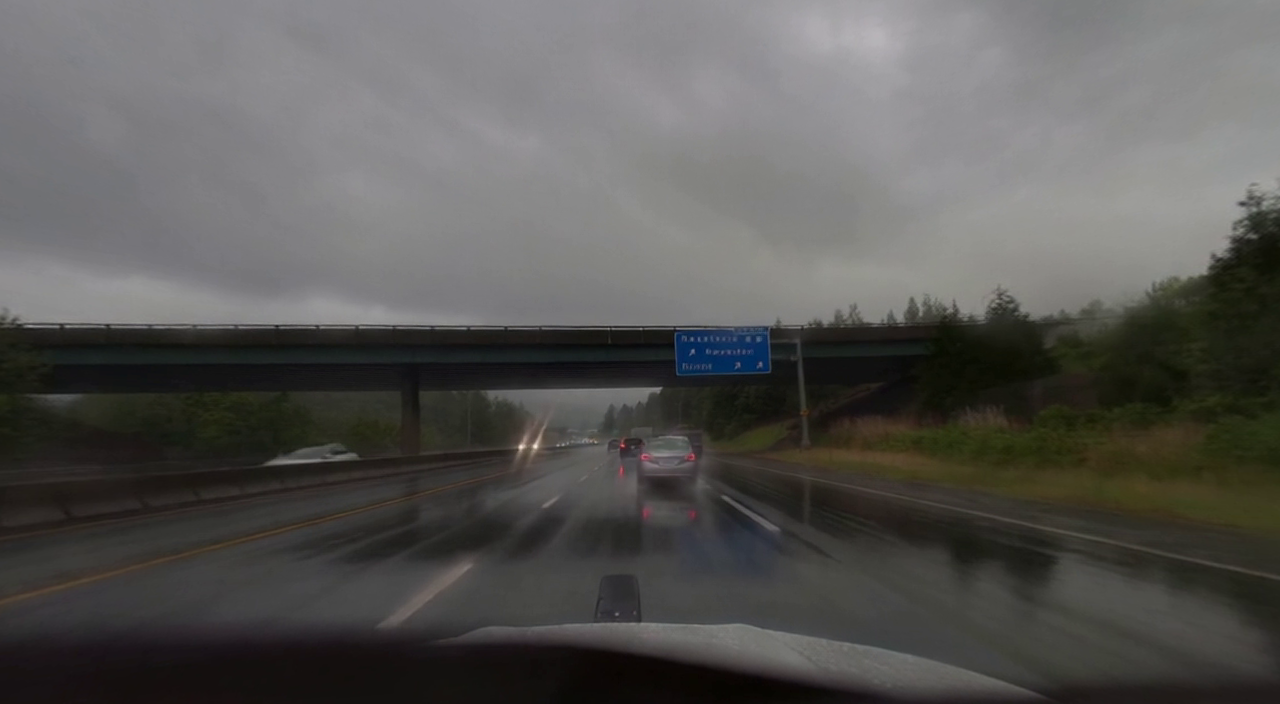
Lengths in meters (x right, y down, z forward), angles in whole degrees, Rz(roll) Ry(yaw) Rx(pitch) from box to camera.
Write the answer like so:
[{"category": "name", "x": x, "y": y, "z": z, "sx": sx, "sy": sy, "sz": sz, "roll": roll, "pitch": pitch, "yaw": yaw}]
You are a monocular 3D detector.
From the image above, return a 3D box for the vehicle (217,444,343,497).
[{"category": "vehicle", "x": -11.843, "y": 3.885, "z": 21.038, "sx": 1.943, "sy": 1.495, "sz": 3.933, "roll": -2, "pitch": -8, "yaw": -1}]

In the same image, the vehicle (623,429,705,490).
[{"category": "vehicle", "x": 0.600, "y": 3.200, "z": 19.124, "sx": 2.092, "sy": 1.636, "sz": 4.024, "roll": 0, "pitch": -8, "yaw": -3}]
